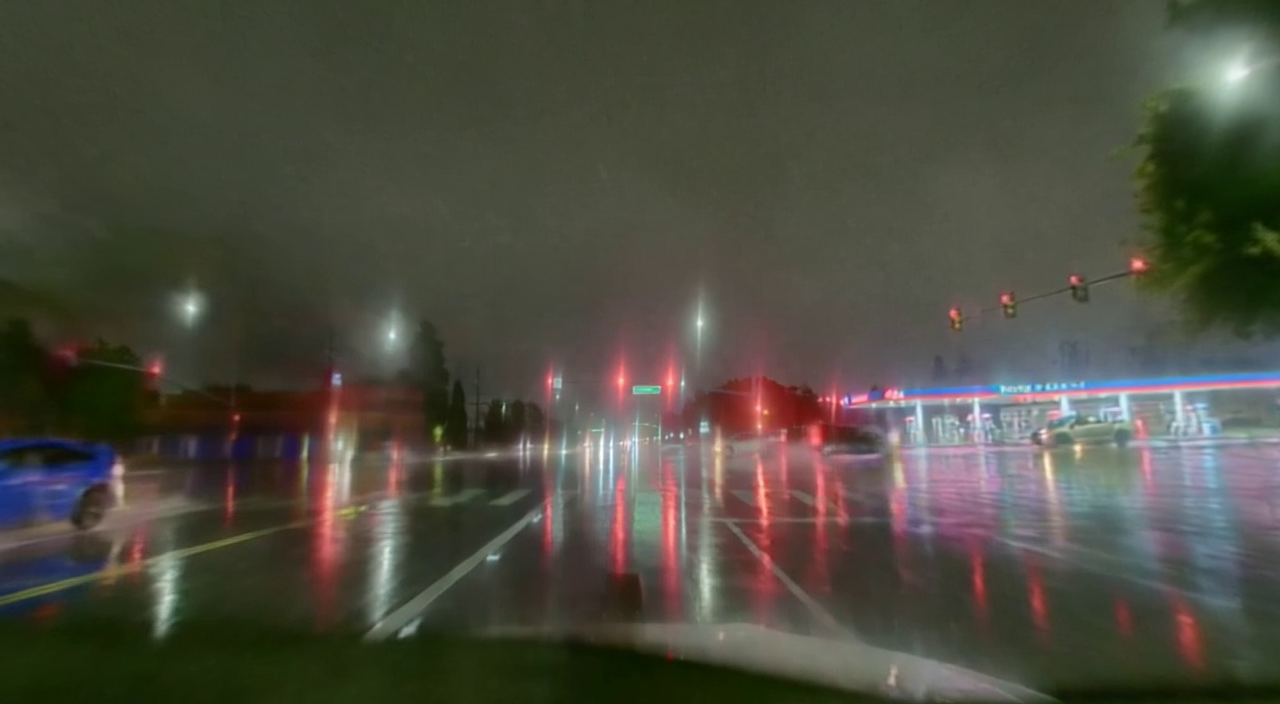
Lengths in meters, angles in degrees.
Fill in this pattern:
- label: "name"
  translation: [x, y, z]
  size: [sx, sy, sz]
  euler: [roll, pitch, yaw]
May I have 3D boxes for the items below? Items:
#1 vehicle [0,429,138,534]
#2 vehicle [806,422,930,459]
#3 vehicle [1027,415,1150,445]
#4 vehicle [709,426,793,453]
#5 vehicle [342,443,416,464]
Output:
- label: "vehicle"
  translation: [-9.867, 1.795, 8.686]
  size: [1.899, 1.460, 4.880]
  euler: [0, -8, -1]
- label: "vehicle"
  translation: [10.107, 3.978, 28.182]
  size: [4.775, 1.466, 1.850]
  euler: [-2, -8, 4]
- label: "vehicle"
  translation: [22.805, 4.004, 32.128]
  size: [4.696, 1.483, 1.898]
  euler: [-1, -8, 3]
- label: "vehicle"
  translation: [7.991, 6.361, 45.876]
  size: [5.789, 1.893, 2.169]
  euler: [-1, -8, 4]
- label: "vehicle"
  translation: [-19.495, 7.575, 47.113]
  size: [4.737, 1.479, 1.831]
  euler: [-1, -8, 4]
